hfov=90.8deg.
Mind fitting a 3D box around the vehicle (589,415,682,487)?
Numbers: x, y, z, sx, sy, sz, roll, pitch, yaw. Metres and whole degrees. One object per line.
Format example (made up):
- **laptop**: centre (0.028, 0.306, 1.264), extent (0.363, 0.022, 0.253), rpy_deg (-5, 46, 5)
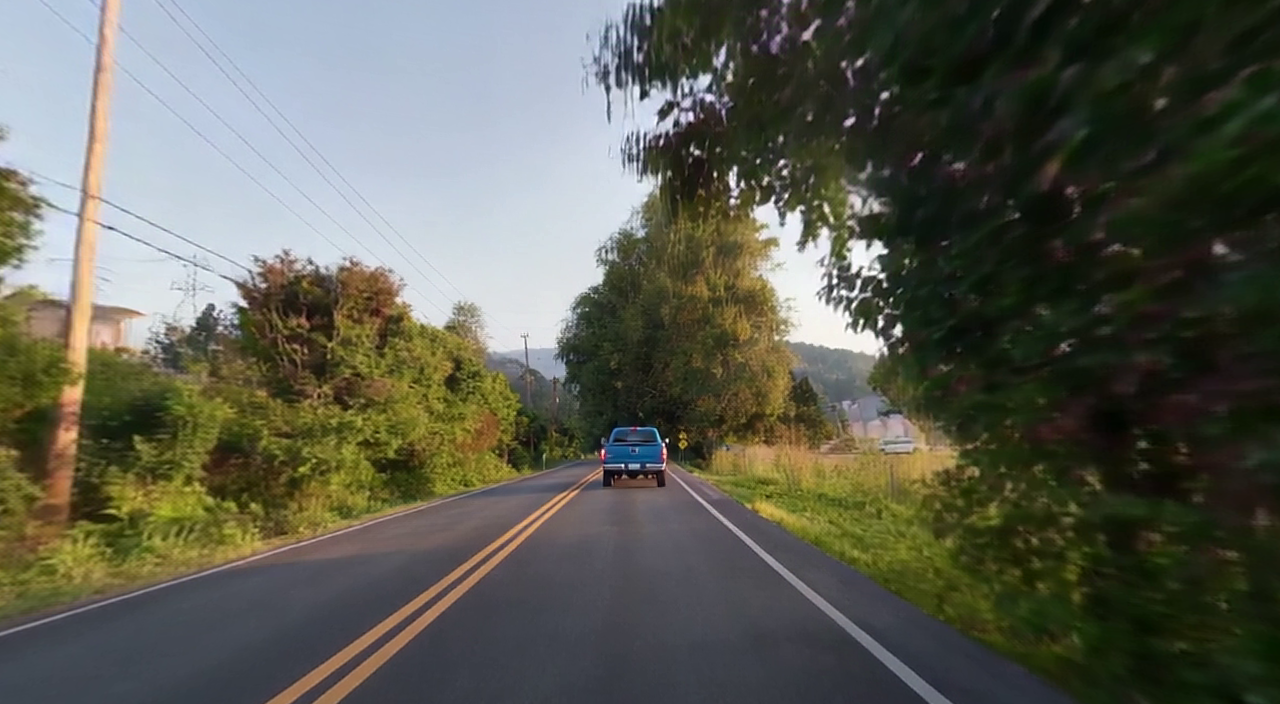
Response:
- **vehicle**: centre (-0.226, 3.790, 24.369), extent (3.021, 2.326, 7.410), rpy_deg (0, -8, -1)
